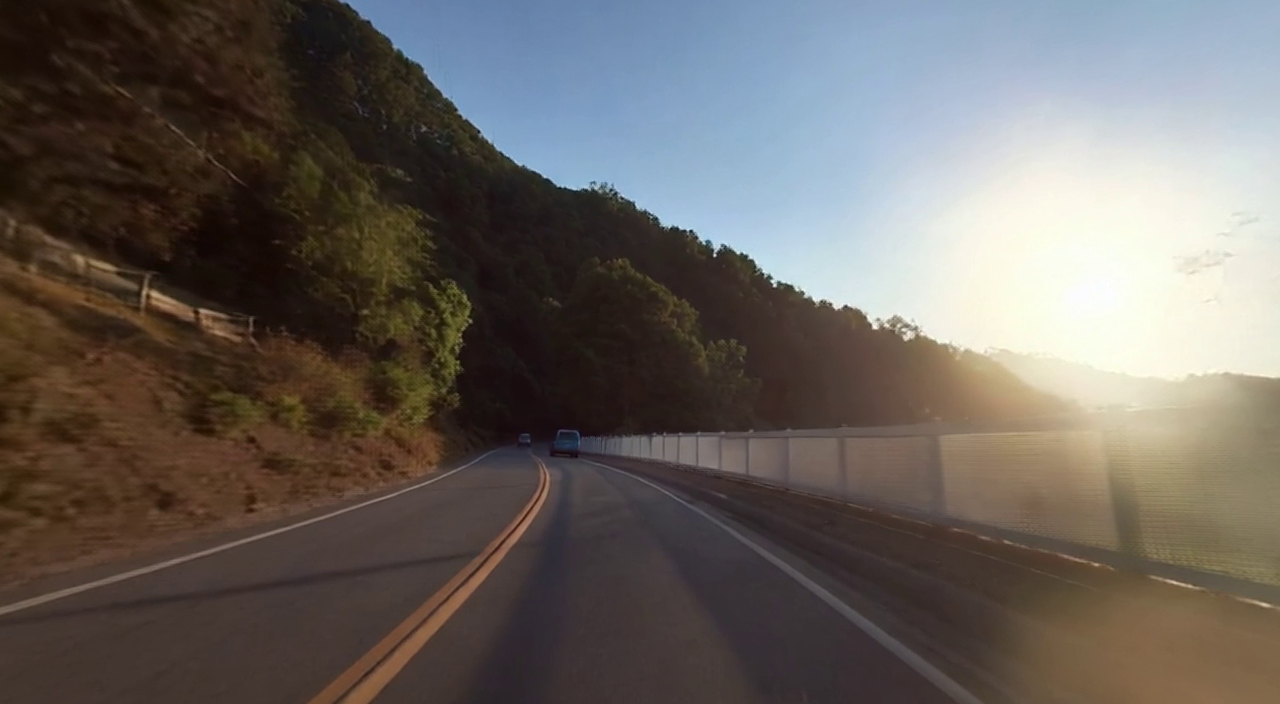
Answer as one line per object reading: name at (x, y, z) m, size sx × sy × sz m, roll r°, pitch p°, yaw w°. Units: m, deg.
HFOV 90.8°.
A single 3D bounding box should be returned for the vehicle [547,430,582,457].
vehicle at (-5.864, 7.050, 48.500) m, size 2.439 × 1.912 × 5.605 m, roll 1°, pitch -9°, yaw -9°
